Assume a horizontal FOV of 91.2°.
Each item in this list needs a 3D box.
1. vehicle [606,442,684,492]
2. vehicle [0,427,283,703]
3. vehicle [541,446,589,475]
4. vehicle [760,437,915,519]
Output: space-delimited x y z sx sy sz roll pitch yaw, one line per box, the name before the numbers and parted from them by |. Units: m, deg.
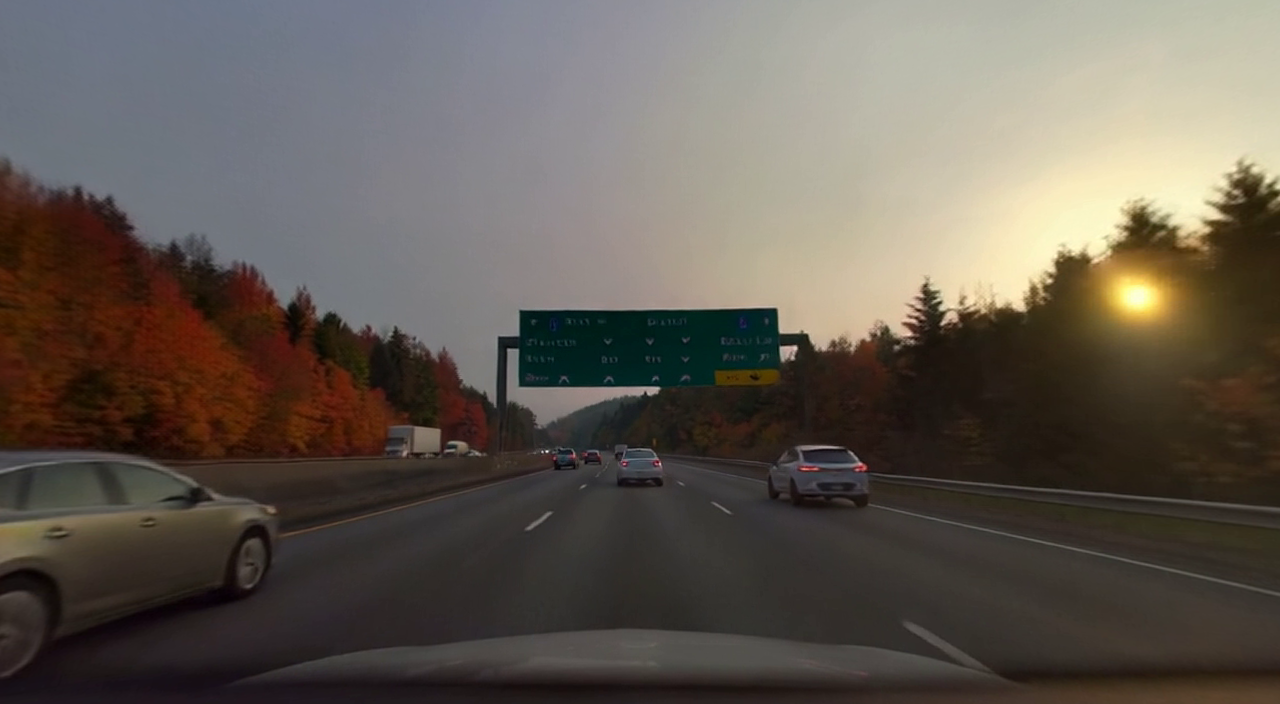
vehicle | 0.140 4.208 23.259 2.634 1.679 4.070 0 -9 -1
vehicle | -4.371 1.219 3.790 2.017 1.469 4.113 0 -9 -1
vehicle | -4.593 6.710 39.076 2.545 1.679 4.267 0 -9 0
vehicle | 4.241 2.780 14.357 2.035 1.571 4.413 0 -9 -1
